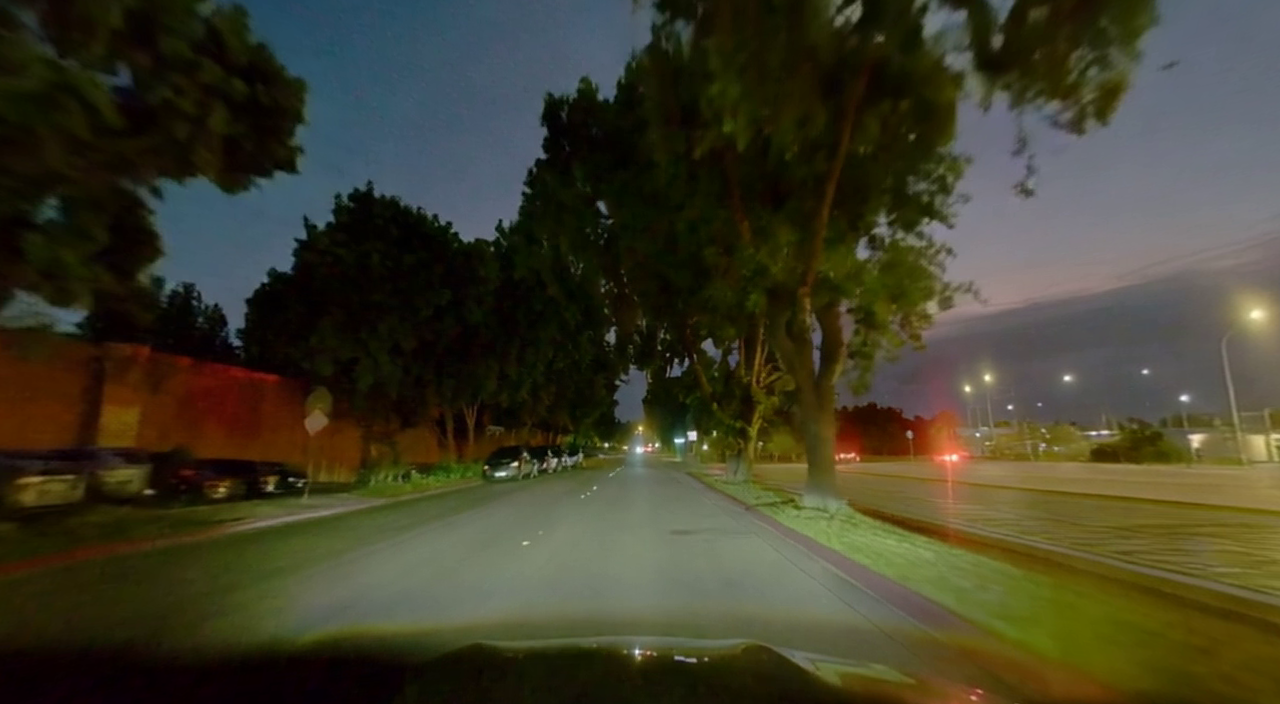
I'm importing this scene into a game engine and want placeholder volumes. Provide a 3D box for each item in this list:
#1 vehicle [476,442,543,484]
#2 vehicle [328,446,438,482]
[{"bbox_3d":[-6.283,5.386,31.214,2.109,1.847,5.553,0,-8,0],"label":"vehicle"},{"bbox_3d":[-13.725,5.989,33.901,4.991,1.692,1.960,1,-8,1],"label":"vehicle"}]
